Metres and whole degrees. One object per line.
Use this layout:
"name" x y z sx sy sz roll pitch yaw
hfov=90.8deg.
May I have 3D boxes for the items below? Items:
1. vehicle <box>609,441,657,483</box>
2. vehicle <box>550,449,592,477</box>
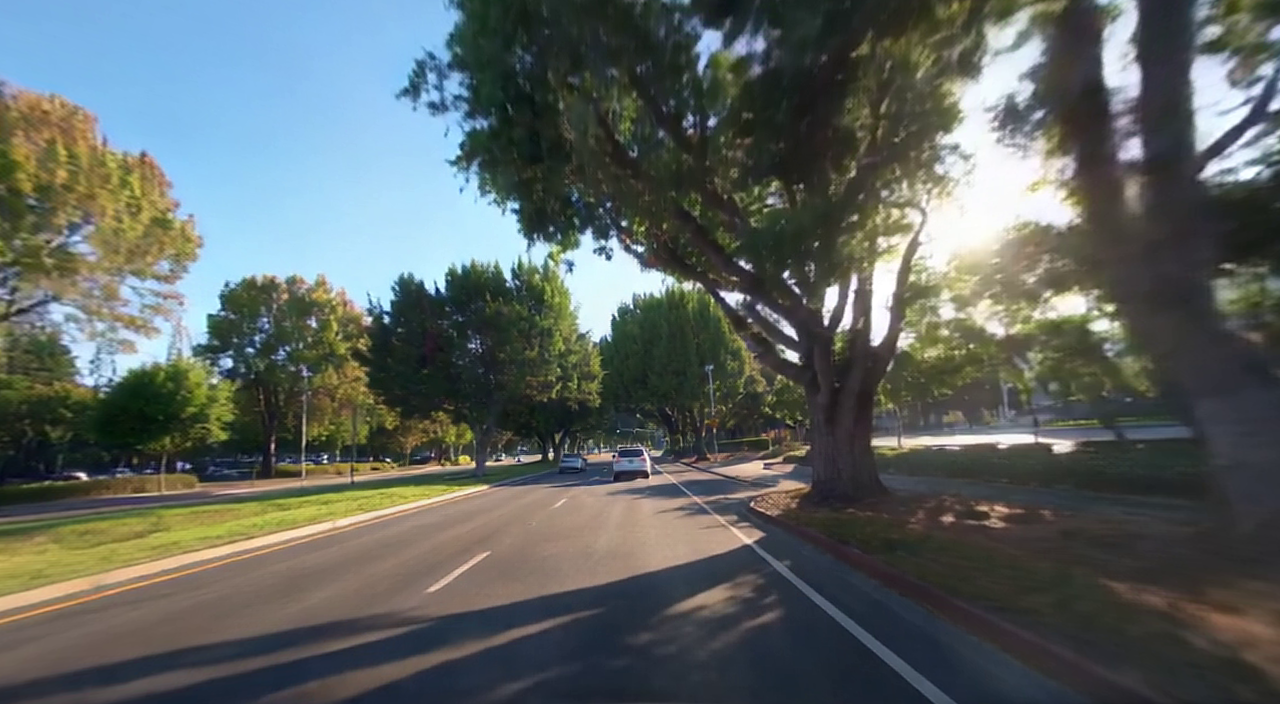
"vehicle" -0.308 4.945 28.738 2.018 1.769 3.897 0 -9 -1
"vehicle" -3.991 6.492 37.295 1.936 1.538 4.016 0 -9 1
